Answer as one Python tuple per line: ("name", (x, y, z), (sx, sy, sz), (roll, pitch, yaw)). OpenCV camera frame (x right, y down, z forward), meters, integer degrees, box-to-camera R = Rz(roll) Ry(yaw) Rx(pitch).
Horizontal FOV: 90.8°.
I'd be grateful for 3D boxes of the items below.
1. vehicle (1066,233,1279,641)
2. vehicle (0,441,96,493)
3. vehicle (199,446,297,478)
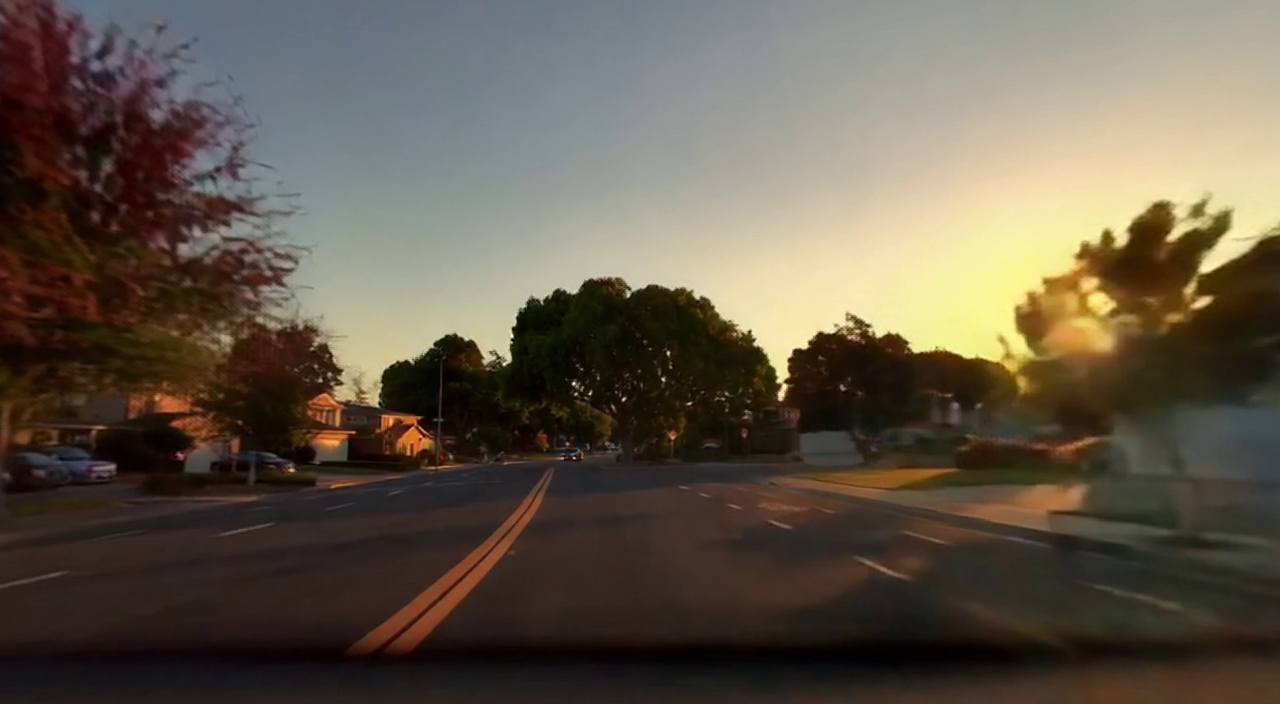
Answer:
("vehicle", (7.107, 0.313, 2.588), (4.991, 2.862, 7.939), (0, -9, -2))
("vehicle", (-24.297, 4.355, 24.027), (4.975, 1.847, 2.096), (0, -8, -10))
("vehicle", (-22.283, 6.261, 36.044), (4.050, 1.755, 2.243), (1, -8, -3))
